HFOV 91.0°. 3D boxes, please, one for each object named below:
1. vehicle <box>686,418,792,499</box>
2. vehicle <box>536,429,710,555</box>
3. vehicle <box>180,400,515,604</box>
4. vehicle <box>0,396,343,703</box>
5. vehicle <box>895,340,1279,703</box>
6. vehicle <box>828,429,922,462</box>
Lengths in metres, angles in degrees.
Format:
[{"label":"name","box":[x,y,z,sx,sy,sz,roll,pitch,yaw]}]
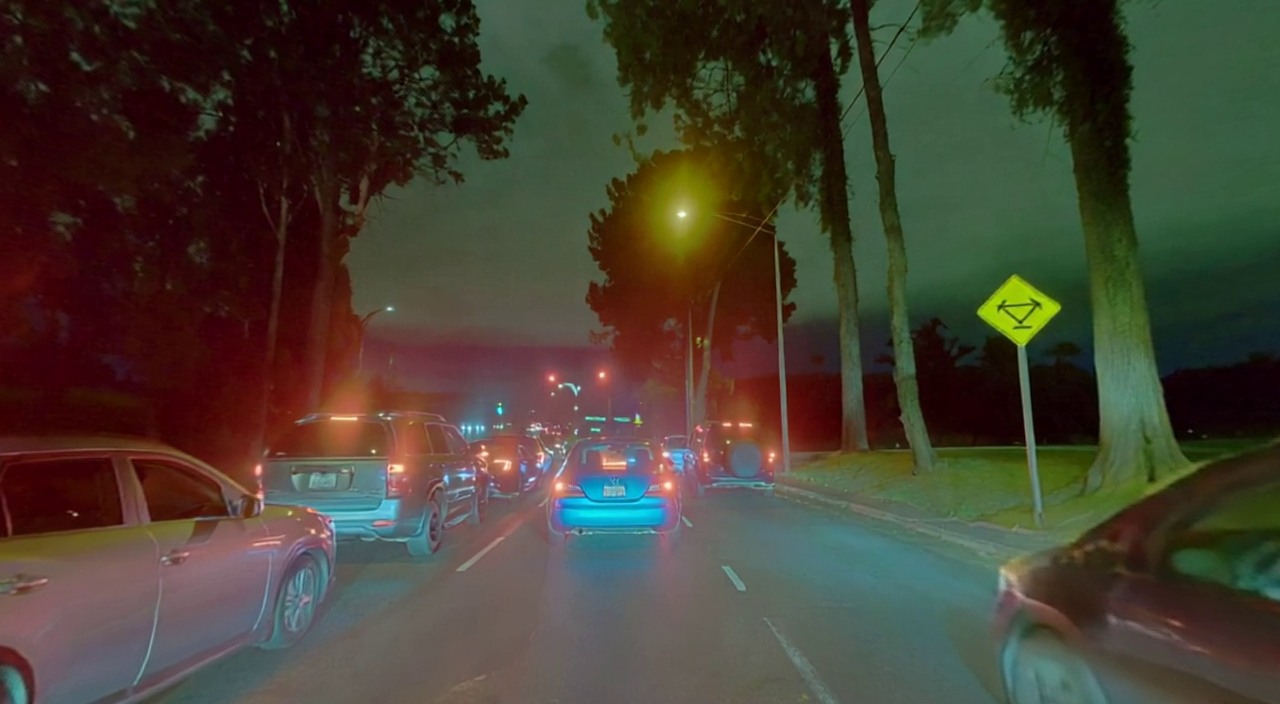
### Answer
[{"label":"vehicle","box":[2.459,2.808,16.871,2.059,1.864,4.541,0,-8,-1]},{"label":"vehicle","box":[-0.245,1.921,9.338,2.025,1.453,3.848,0,-8,-2]},{"label":"vehicle","box":[-2.891,1.572,7.446,1.964,1.712,4.097,0,-8,0]},{"label":"vehicle","box":[-2.927,0.842,1.621,1.974,1.484,4.716,0,-8,1]},{"label":"vehicle","box":[2.529,0.693,1.200,2.116,1.497,4.652,0,-8,0]},{"label":"vehicle","box":[11.390,4.563,30.685,3.883,1.534,1.779,0,-8,2]}]
